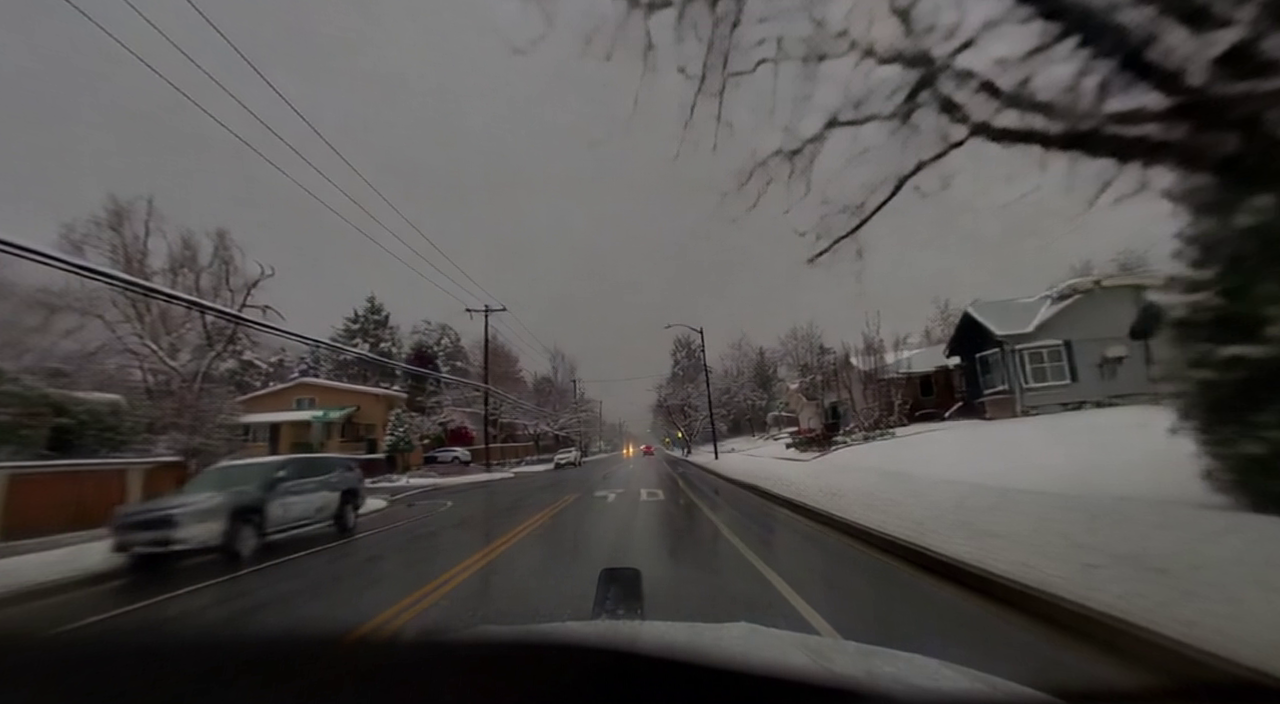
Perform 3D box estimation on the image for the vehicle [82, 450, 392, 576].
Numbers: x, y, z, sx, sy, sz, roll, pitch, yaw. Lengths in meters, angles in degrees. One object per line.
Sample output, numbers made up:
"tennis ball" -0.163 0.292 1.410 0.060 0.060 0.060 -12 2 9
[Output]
"vehicle" -6.814 2.716 11.790 1.984 1.732 5.628 -1 -9 1
